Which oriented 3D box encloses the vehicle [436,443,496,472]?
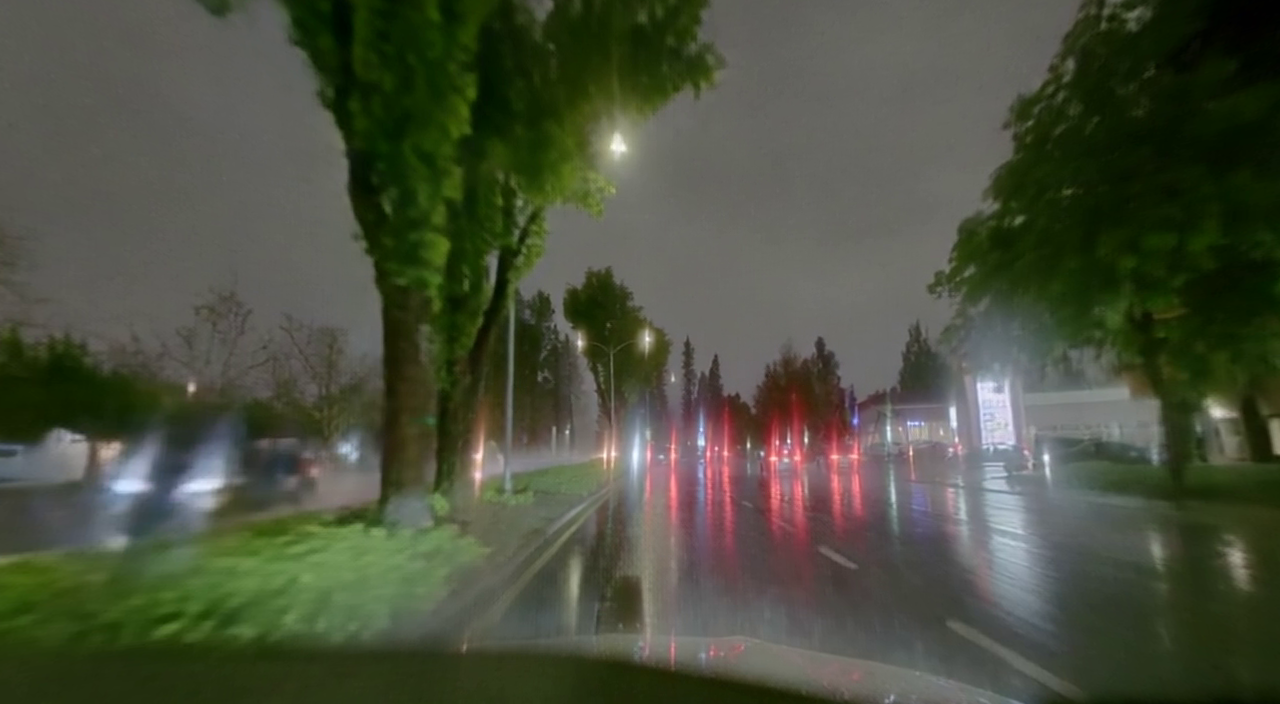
[{"bbox_3d":[-10.384,6.307,38.068,1.987,1.626,4.654,-1,-9,4],"label":"vehicle"}]

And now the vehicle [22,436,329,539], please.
[{"bbox_3d":[-8.053,2.363,11.749,2.063,1.483,4.751,-1,-9,1],"label":"vehicle"}]

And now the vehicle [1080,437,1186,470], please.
[{"bbox_3d":[24.194,5.048,31.239,1.780,1.463,4.112,-1,-10,-2],"label":"vehicle"}]

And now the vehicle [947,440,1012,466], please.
[{"bbox_3d":[23.226,6.932,43.363,1.864,1.655,4.179,0,-9,-4],"label":"vehicle"}]

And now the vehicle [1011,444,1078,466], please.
[{"bbox_3d":[28.206,7.173,44.198,1.844,1.481,3.904,0,-9,-4],"label":"vehicle"}]

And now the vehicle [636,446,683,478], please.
[{"bbox_3d":[0.981,5.304,30.752,2.095,1.456,3.873,-1,-9,3],"label":"vehicle"}]
